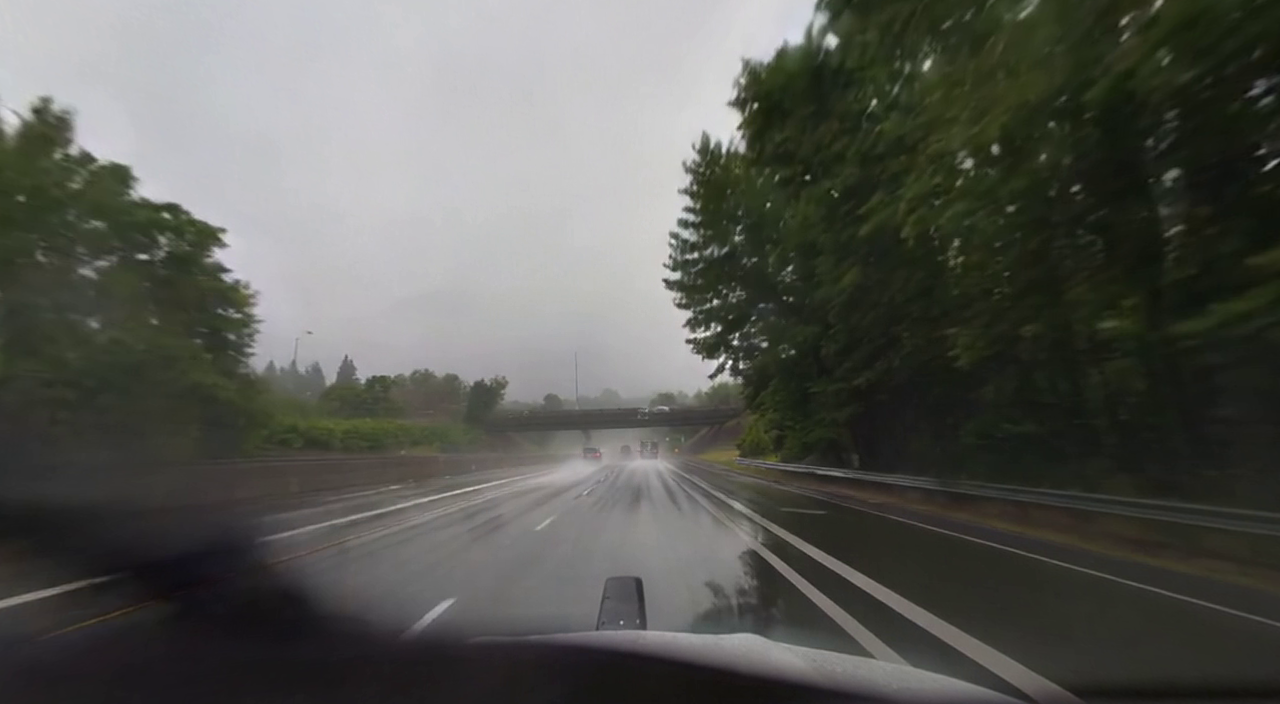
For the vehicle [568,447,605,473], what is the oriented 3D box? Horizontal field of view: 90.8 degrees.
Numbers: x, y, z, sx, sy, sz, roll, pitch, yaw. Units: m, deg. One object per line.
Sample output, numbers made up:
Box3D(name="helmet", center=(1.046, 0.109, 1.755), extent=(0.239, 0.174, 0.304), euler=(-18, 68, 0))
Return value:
Box3D(name="vehicle", center=(-3.460, 7.077, 41.490), extent=(2.049, 1.575, 4.019), euler=(0, -9, 0))
